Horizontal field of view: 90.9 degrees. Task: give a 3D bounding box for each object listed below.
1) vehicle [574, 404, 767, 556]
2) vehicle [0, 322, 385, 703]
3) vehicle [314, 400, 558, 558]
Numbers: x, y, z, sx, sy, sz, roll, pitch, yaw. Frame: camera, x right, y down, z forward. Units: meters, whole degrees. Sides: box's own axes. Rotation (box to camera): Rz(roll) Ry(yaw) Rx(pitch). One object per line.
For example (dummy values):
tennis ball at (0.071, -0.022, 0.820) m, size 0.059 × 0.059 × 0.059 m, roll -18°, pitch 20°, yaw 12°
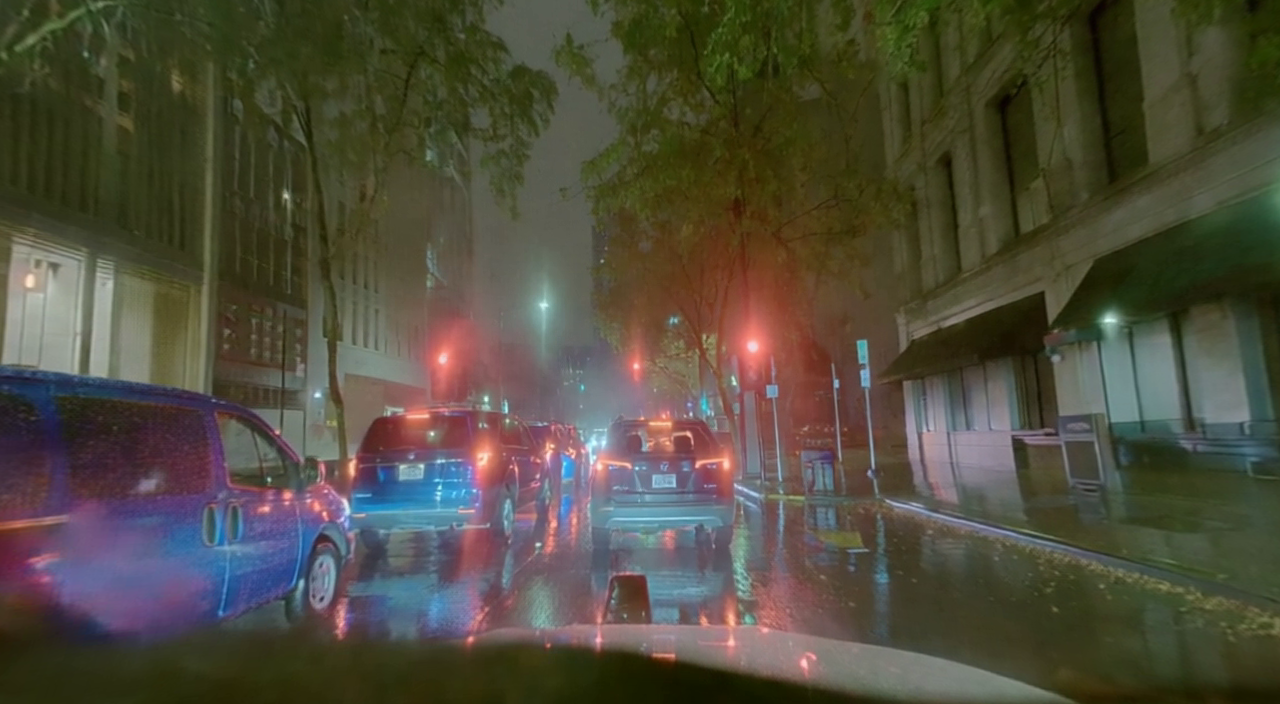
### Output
vehicle at (0.360, 1.752, 9.249) m, size 2.205 × 1.727 × 3.917 m, roll 0°, pitch -8°, yaw 0°
vehicle at (-3.178, 0.955, 3.446) m, size 1.940 × 1.722 × 3.823 m, roll 0°, pitch -8°, yaw 0°
vehicle at (-2.649, 1.792, 9.606) m, size 2.124 × 1.799 × 4.587 m, roll 0°, pitch -8°, yaw 1°
